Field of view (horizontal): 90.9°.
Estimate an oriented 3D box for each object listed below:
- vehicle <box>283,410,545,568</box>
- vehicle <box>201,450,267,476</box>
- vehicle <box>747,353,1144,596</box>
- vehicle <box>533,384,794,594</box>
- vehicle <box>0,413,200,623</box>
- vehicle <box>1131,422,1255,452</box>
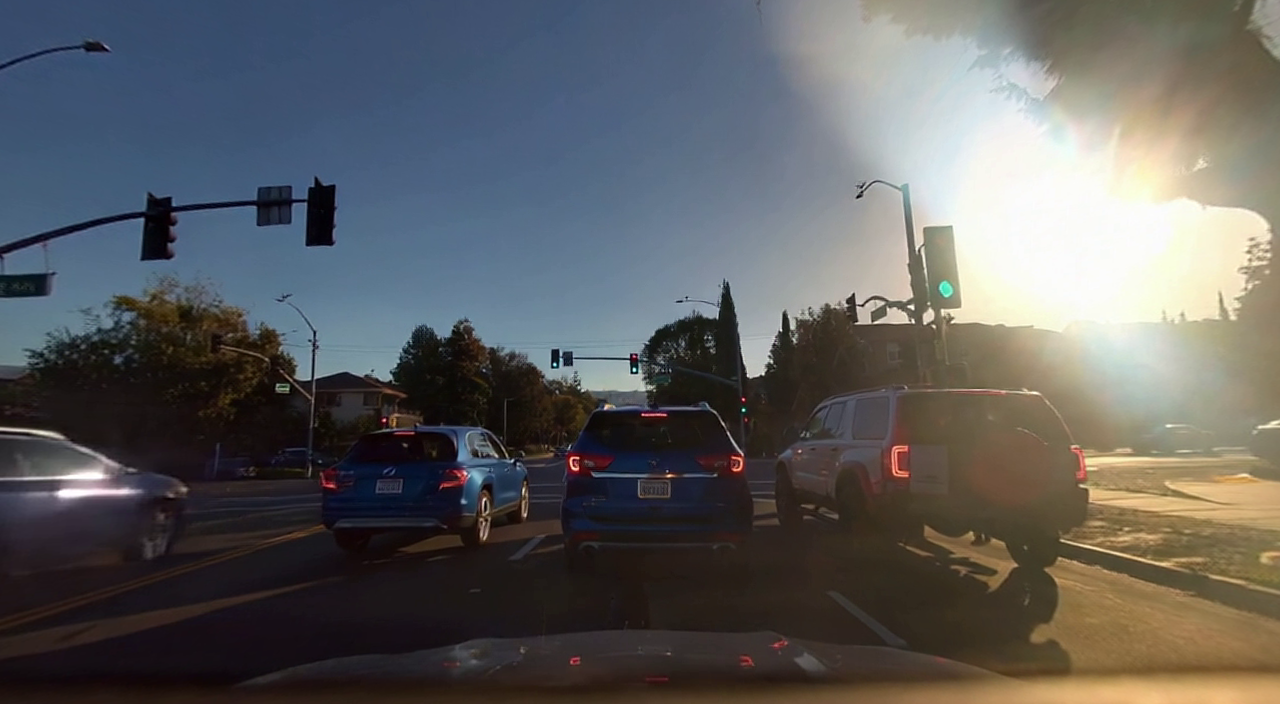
[{"bbox_3d":[-2.748,1.792,9.032,2.058,1.659,4.514,0,-8,0],"label":"vehicle"},{"bbox_3d":[-29.329,8.013,45.714,1.820,1.699,4.308,-1,-8,2],"label":"vehicle"},{"bbox_3d":[3.088,1.453,8.283,2.338,2.063,5.672,0,-8,0],"label":"vehicle"},{"bbox_3d":[0.167,1.479,7.581,2.235,1.778,4.178,0,-8,-1],"label":"vehicle"},{"bbox_3d":[-6.311,1.359,5.141,2.193,1.687,4.507,0,-8,-1],"label":"vehicle"},{"bbox_3d":[28.167,4.341,32.224,4.512,1.444,1.859,0,-8,0],"label":"vehicle"}]
